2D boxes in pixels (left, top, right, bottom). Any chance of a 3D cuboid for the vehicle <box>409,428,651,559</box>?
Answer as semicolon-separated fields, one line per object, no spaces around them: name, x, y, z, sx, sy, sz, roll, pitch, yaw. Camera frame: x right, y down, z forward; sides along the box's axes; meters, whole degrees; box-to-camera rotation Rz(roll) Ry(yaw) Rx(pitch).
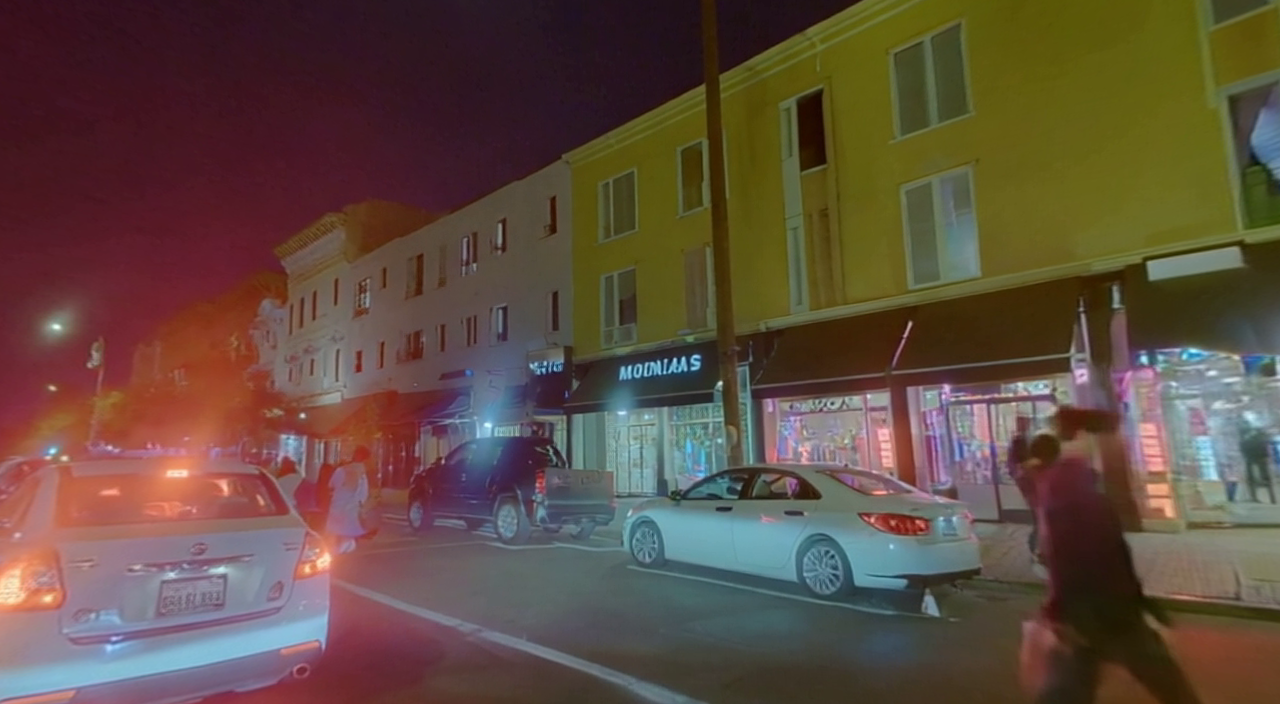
vehicle;-2.133;2.377;11.379;4.580;1.853;1.862;-8;-12;42

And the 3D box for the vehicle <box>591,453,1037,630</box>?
vehicle;1.750;1.955;7.633;4.830;1.421;1.826;-8;-11;41

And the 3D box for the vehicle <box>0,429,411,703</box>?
vehicle;-3.488;1.306;4.235;4.330;1.458;1.932;-8;-12;44
